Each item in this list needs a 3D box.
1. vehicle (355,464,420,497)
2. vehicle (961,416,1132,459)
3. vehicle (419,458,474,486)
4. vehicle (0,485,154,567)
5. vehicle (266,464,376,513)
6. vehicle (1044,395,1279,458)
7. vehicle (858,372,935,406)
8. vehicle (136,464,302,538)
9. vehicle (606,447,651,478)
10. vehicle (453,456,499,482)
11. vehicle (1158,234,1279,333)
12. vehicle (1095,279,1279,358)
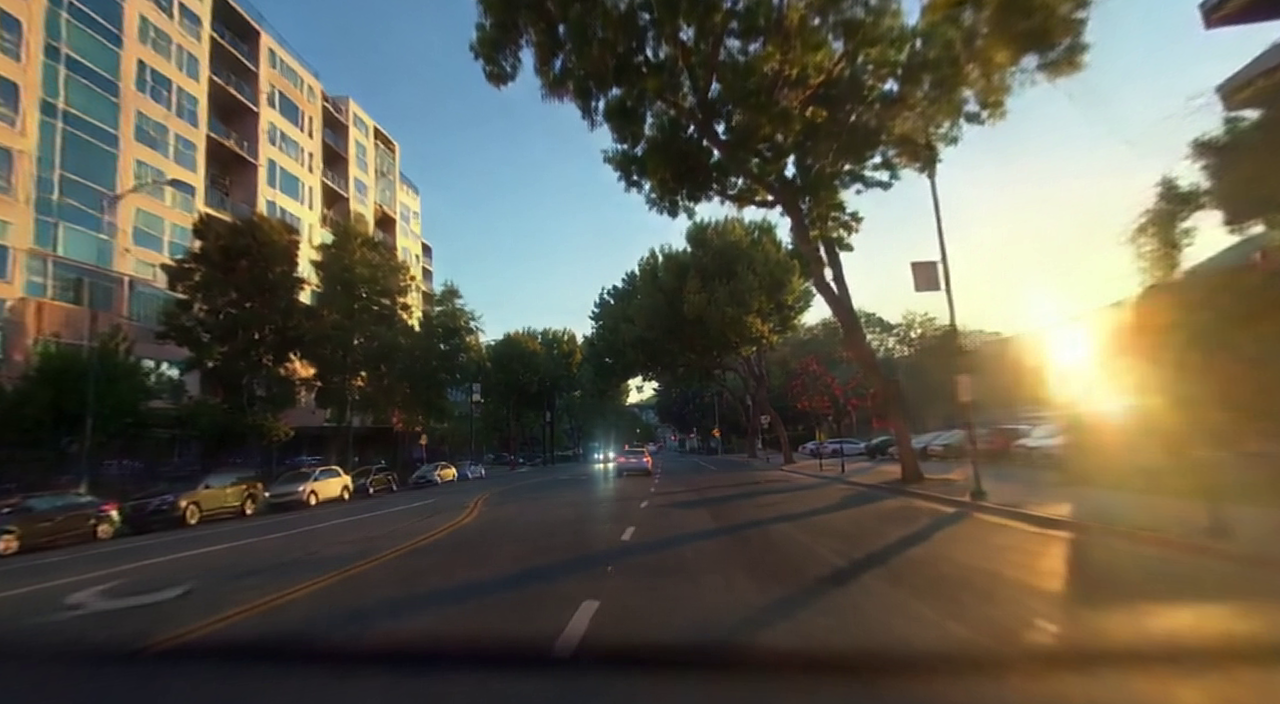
[{"bbox_3d":[-12.956,6.582,32.635,1.646,1.462,3.740,0,-8,2],"label":"vehicle"},{"bbox_3d":[14.984,3.222,23.581,4.750,1.519,2.276,0,-9,3],"label":"vehicle"},{"bbox_3d":[-12.562,7.801,41.304,1.997,1.668,4.084,-1,-8,4],"label":"vehicle"},{"bbox_3d":[-14.062,3.946,14.452,2.021,1.438,4.616,-3,-9,5],"label":"vehicle"},{"bbox_3d":[-13.261,5.668,26.625,1.984,1.635,4.525,-3,-9,5],"label":"vehicle"},{"bbox_3d":[14.567,2.158,17.924,4.619,1.626,2.121,-1,-8,6],"label":"vehicle"},{"bbox_3d":[15.129,2.222,37.424,3.766,1.708,1.810,-2,-10,6],"label":"vehicle"},{"bbox_3d":[-13.771,4.834,21.096,1.917,1.775,5.018,-10,-10,2],"label":"vehicle"},{"bbox_3d":[-0.501,5.619,32.526,2.051,1.454,4.132,0,-8,3],"label":"vehicle"},{"bbox_3d":[-12.209,8.727,47.339,2.016,1.627,4.742,-2,-8,3],"label":"vehicle"},{"bbox_3d":[13.503,-1.422,13.083,3.826,1.601,1.807,-3,-8,1],"label":"vehicle"},{"bbox_3d":[13.776,-0.780,15.528,3.770,1.574,1.671,-1,-9,5],"label":"vehicle"}]
